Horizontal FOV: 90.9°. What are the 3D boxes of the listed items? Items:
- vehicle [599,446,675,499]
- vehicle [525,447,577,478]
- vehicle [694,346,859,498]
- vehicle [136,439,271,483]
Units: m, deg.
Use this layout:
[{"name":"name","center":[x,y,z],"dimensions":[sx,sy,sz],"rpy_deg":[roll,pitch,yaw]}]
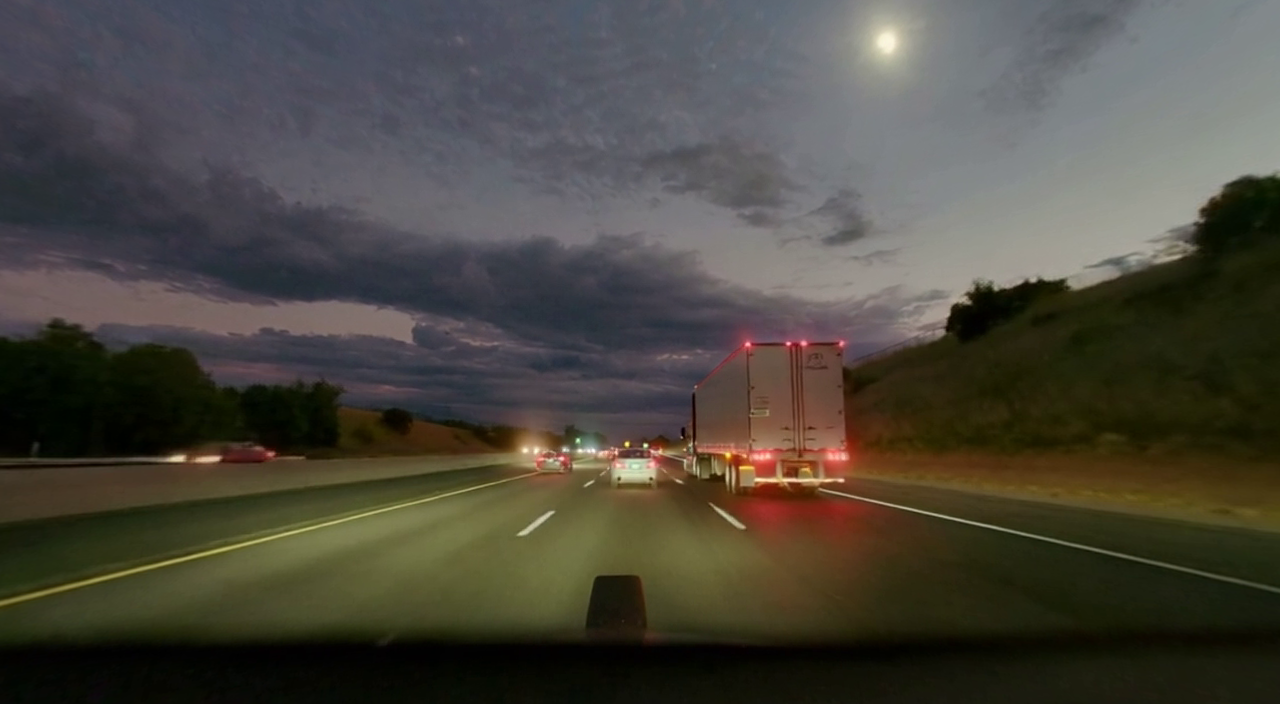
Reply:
[{"name":"vehicle","center":[-0.099,3.553,18.949],"dimensions":[2.023,1.400,4.028],"rpy_deg":[0,-9,-1]},{"name":"vehicle","center":[-4.484,5.611,32.364],"dimensions":[2.017,1.460,4.382],"rpy_deg":[0,-9,0]},{"name":"vehicle","center":[4.285,2.975,24.223],"dimensions":[2.905,4.109,14.332],"rpy_deg":[0,-9,-1]},{"name":"vehicle","center":[-16.061,4.036,23.526],"dimensions":[1.882,1.460,4.404],"rpy_deg":[0,-9,0]}]
